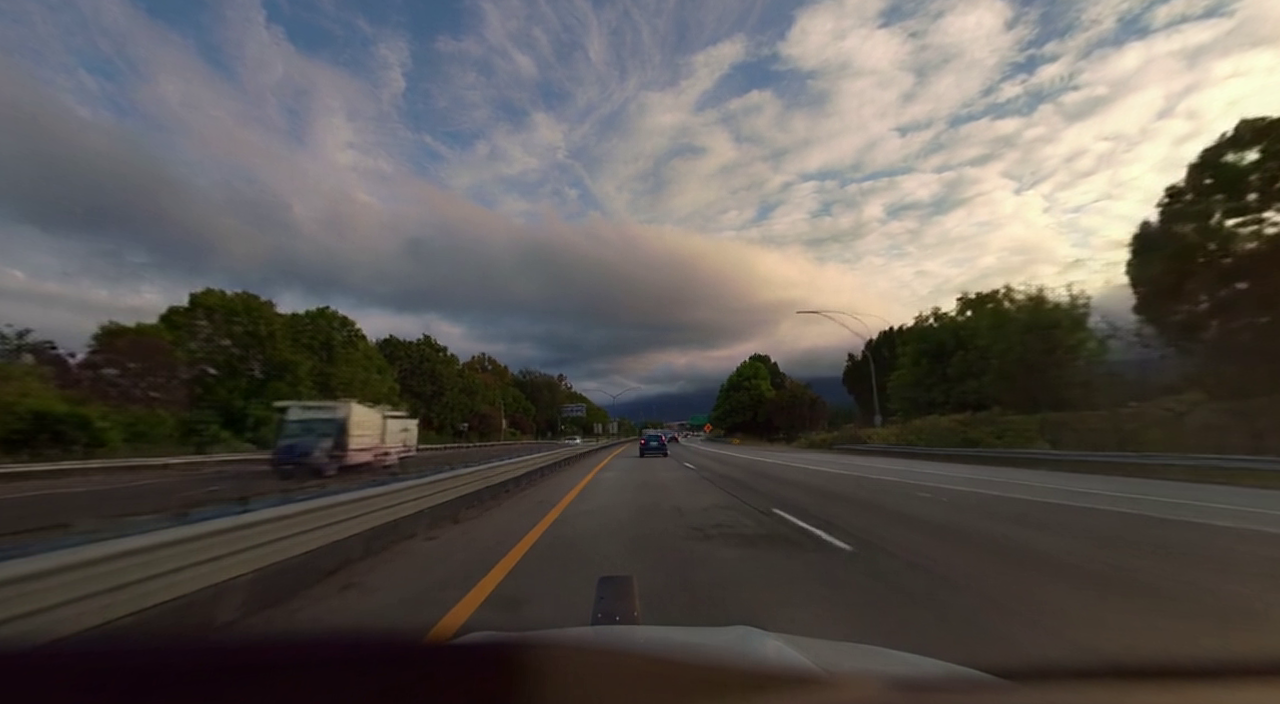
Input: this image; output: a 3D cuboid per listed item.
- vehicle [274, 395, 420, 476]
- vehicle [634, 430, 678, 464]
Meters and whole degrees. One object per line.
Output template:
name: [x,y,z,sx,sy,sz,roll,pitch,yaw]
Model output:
vehicle: [-12.363,3.667,27.487,2.775,3.035,7.299,0,-8,0]
vehicle: [0.713,4.640,30.851,2.046,1.526,3.903,0,-8,0]
